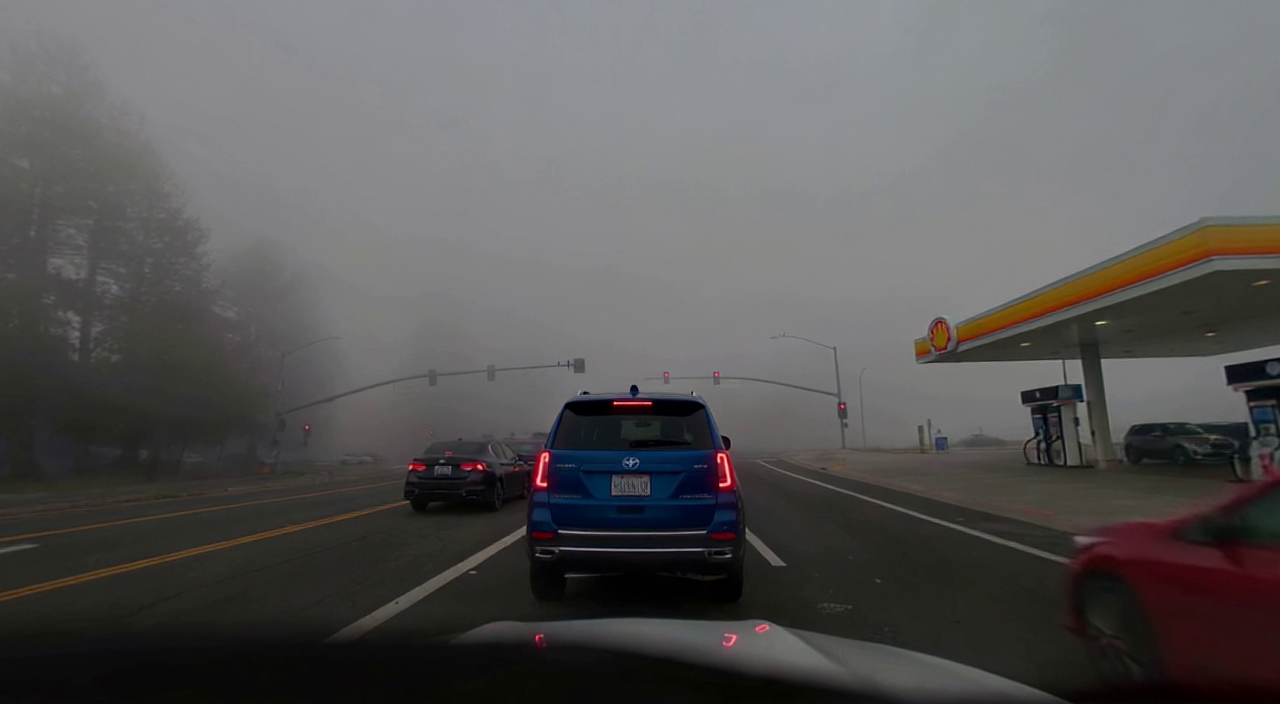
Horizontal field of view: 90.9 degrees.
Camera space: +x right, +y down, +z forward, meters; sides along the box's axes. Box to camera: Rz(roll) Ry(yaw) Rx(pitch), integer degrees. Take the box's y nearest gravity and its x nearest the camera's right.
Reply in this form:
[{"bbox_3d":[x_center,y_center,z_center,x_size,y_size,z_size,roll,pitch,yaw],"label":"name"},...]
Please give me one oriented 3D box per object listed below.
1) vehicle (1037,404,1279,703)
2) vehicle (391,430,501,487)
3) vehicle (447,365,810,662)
[{"bbox_3d":[3.598,0.860,1.871,2.041,1.490,4.471,0,-9,2],"label":"vehicle"},{"bbox_3d":[-6.639,3.711,22.182,2.065,1.753,4.525,-1,-9,6],"label":"vehicle"},{"bbox_3d":[0.012,1.315,6.132,2.236,1.819,4.291,-1,-9,3],"label":"vehicle"}]
